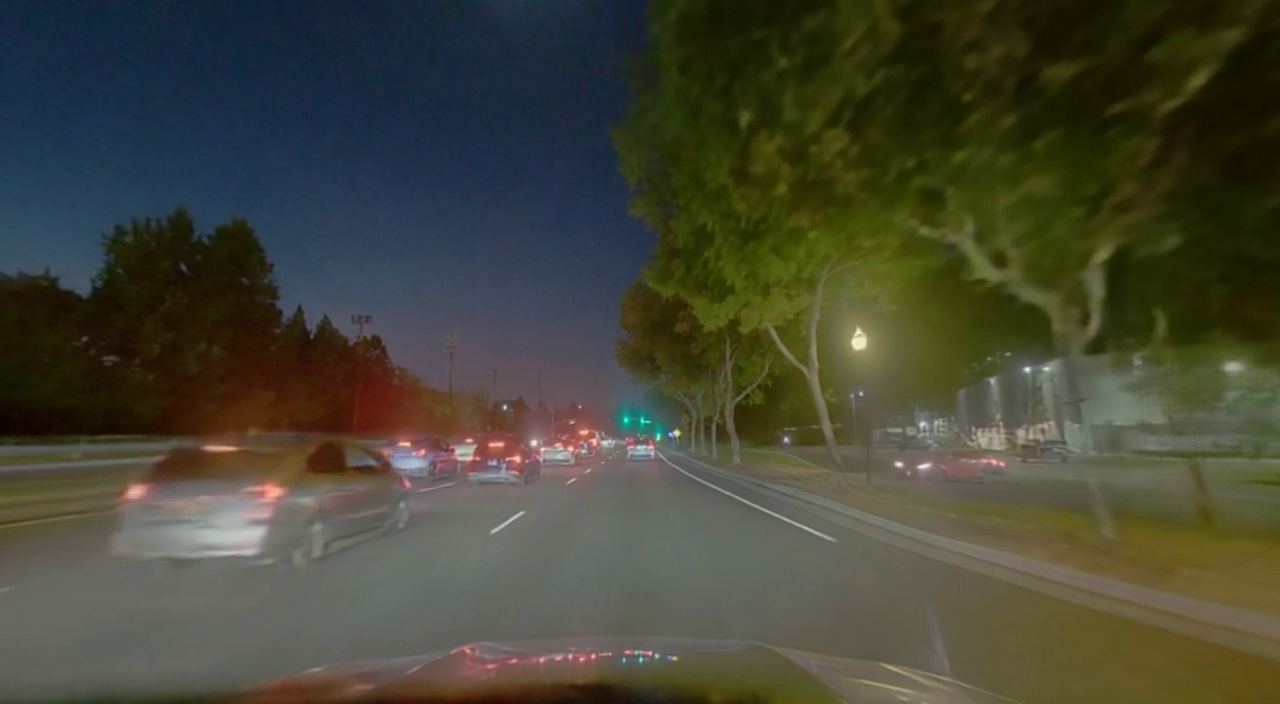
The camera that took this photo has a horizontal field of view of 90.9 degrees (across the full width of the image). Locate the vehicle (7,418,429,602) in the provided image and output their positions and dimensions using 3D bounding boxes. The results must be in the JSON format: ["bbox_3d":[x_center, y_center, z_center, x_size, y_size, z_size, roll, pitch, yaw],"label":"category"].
[{"bbox_3d":[-4.260,1.624,7.521,1.904,1.496,4.481,-1,-8,1],"label":"vehicle"}]

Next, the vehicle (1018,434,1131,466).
[{"bbox_3d":[28.130,6.348,40.931,5.741,1.952,2.128,0,-8,-2],"label":"vehicle"}]

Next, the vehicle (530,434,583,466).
[{"bbox_3d":[-4.150,4.926,31.931,1.975,1.447,4.356,-1,-8,2],"label":"vehicle"}]

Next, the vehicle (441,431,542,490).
[{"bbox_3d":[-4.213,3.130,18.638,1.871,1.502,4.240,-1,-8,1],"label":"vehicle"}]

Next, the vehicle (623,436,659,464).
[{"bbox_3d":[0.040,5.442,35.280,1.875,1.453,3.888,-1,-8,0],"label":"vehicle"}]

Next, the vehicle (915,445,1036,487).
[{"bbox_3d":[14.841,5.038,28.073,4.265,1.693,1.902,0,-8,-1],"label":"vehicle"}]
